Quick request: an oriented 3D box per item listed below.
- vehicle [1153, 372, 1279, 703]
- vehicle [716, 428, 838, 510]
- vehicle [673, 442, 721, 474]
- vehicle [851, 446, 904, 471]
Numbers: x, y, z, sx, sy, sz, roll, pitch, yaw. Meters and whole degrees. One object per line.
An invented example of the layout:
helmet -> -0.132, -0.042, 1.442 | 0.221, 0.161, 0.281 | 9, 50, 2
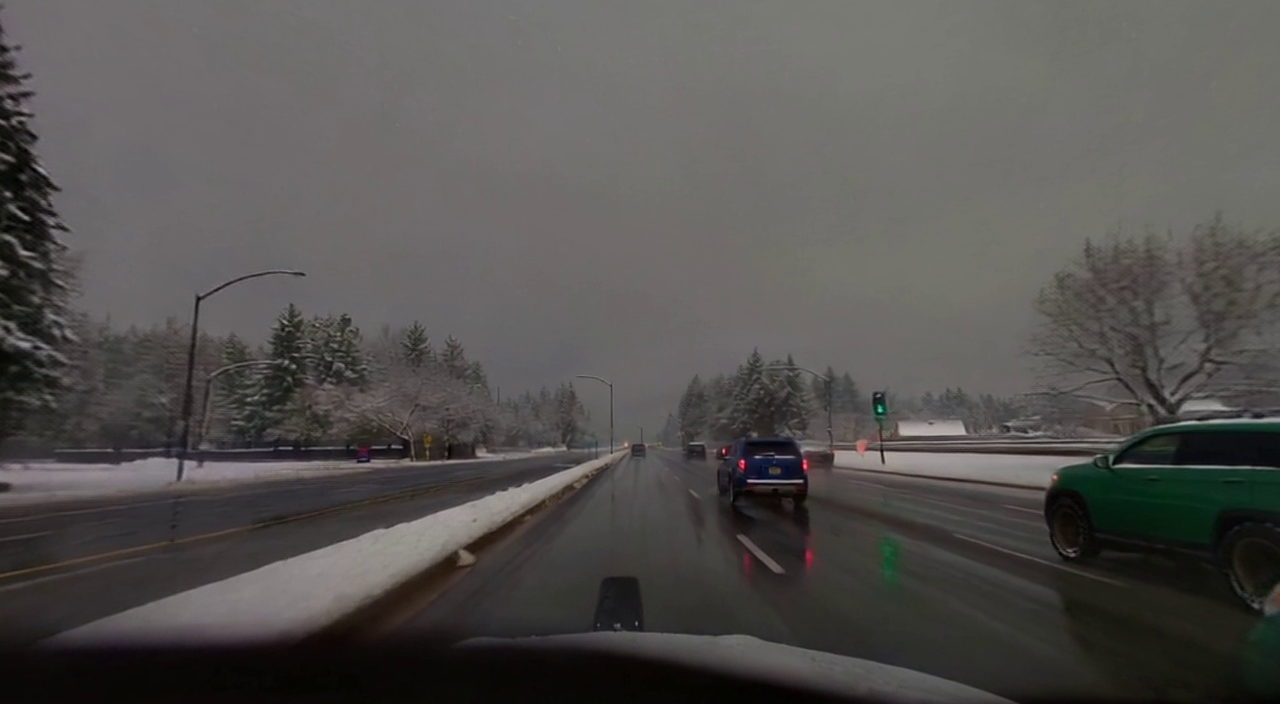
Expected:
vehicle -> 3.165, 0.563, 0.105 | 1.932, 1.547, 4.992 | 1, -8, 0
vehicle -> 3.168, 2.795, 15.528 | 2.075, 1.698, 4.142 | 1, -8, 0
vehicle -> 2.832, 5.336, 32.085 | 1.980, 1.484, 4.093 | 1, -8, -1
vehicle -> 15.392, 6.893, 40.970 | 1.815, 1.493, 4.135 | 1, -8, 0
